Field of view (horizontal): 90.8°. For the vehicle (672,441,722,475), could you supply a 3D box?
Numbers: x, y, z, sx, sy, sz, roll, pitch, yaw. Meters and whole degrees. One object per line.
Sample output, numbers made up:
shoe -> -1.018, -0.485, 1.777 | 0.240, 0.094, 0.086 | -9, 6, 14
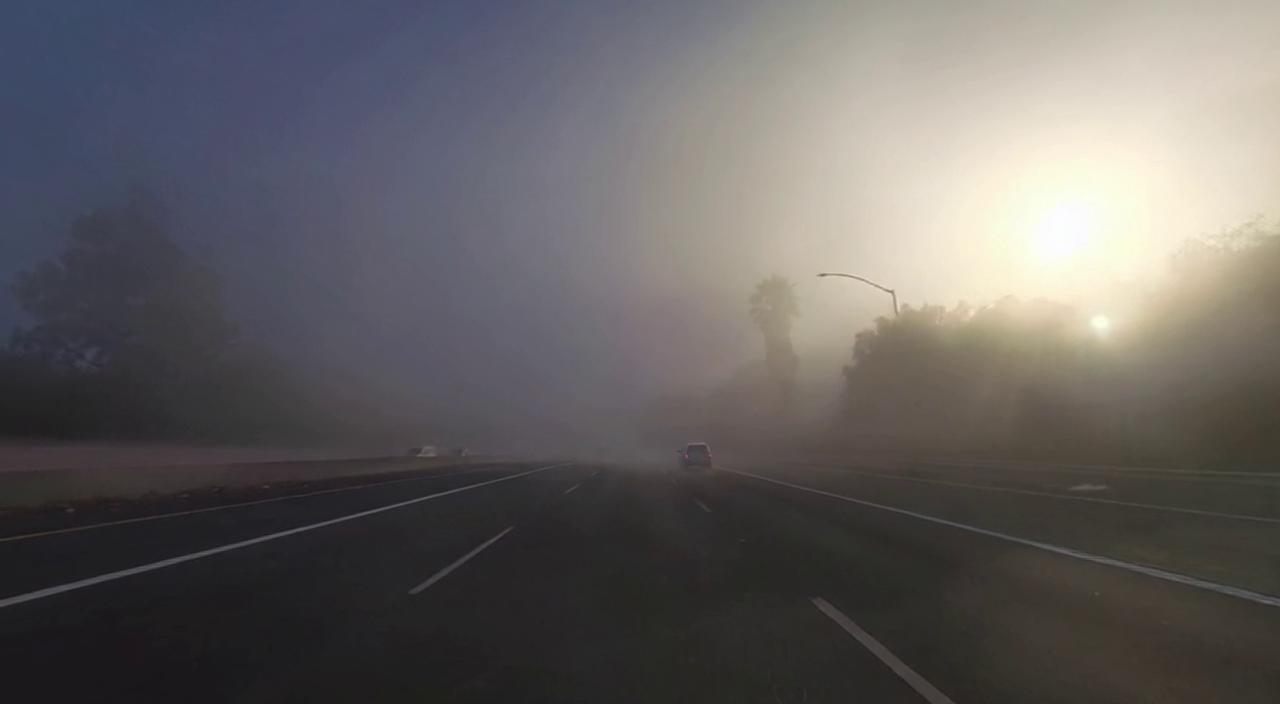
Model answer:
vehicle -> 2.999, 5.671, 34.072 | 2.130, 1.677, 4.317 | 0, -9, -2
